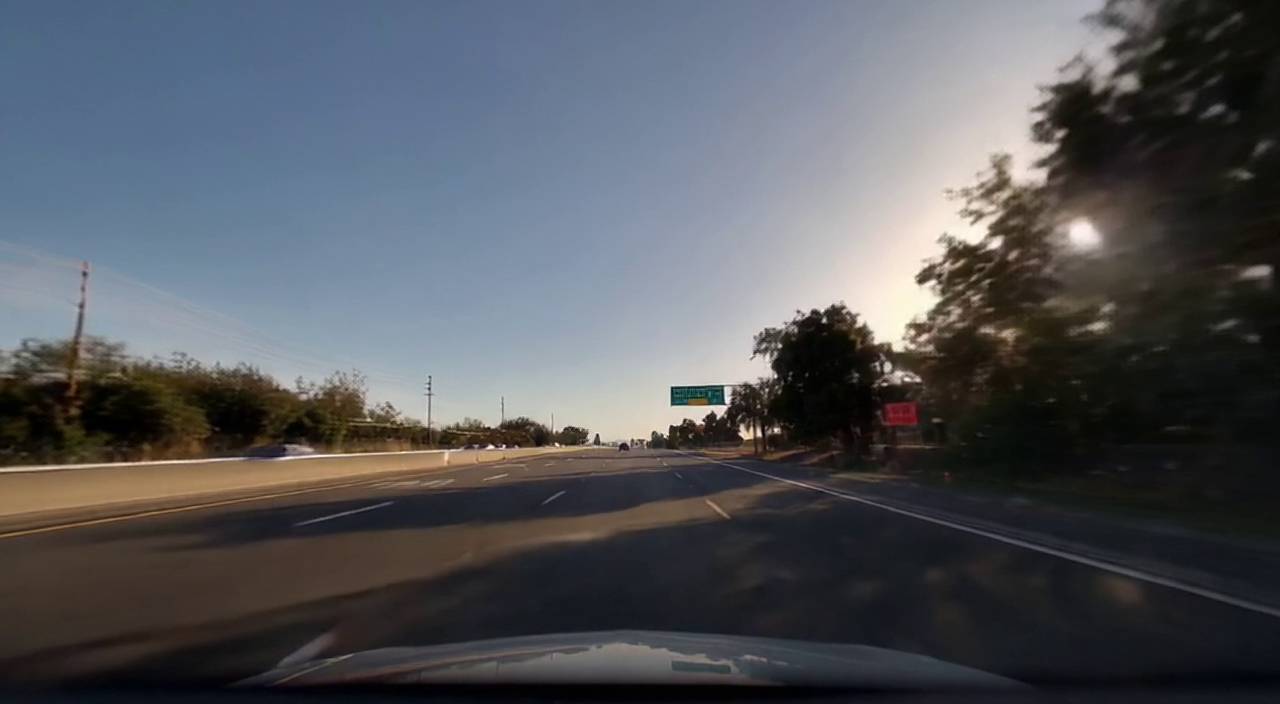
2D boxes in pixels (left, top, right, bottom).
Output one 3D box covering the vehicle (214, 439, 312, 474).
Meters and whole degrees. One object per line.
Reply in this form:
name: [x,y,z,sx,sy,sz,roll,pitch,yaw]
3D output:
vehicle: [-18.142,5.014,30.647,2.024,1.517,4.444,0,-8,0]
